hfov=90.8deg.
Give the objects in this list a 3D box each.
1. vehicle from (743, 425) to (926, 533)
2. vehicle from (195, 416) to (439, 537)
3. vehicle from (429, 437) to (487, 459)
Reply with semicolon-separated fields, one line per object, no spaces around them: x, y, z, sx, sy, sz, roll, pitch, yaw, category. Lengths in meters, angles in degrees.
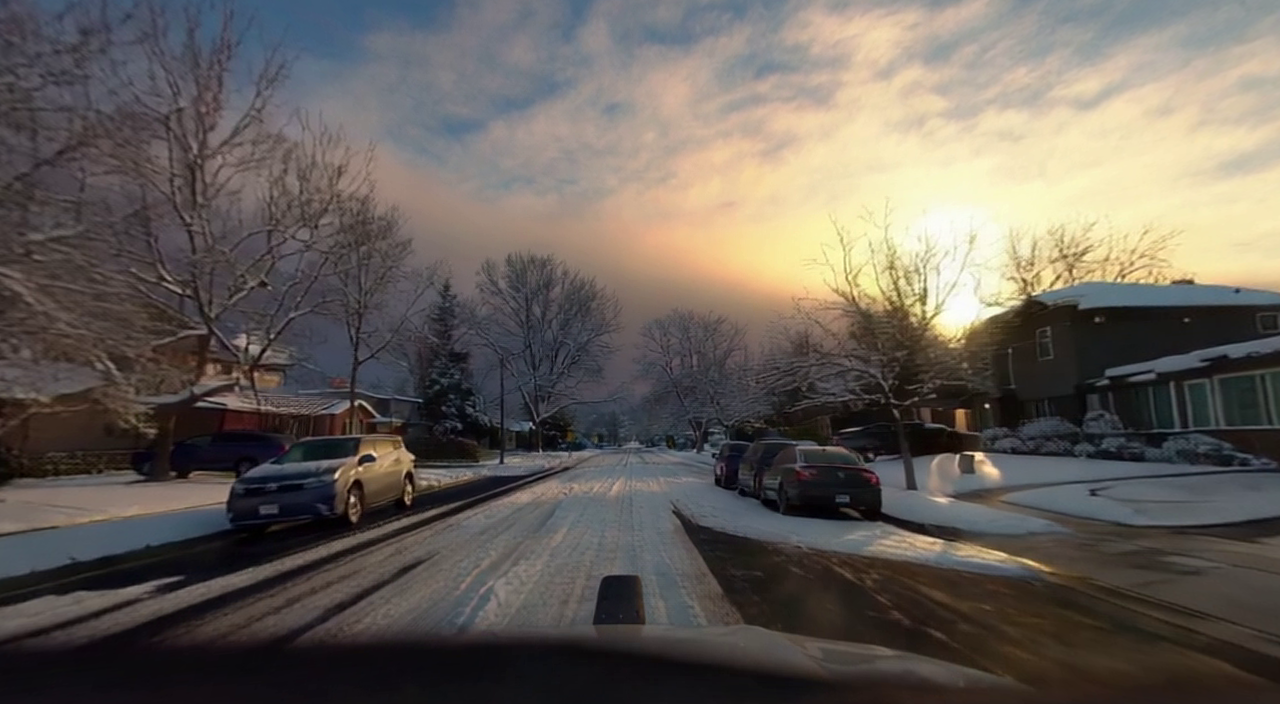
3.536;2.404;12.578;2.033;1.730;4.554;0;-9;-2;vehicle
-6.280;2.515;13.415;2.322;1.949;5.695;-1;-9;-2;vehicle
-14.185;7.558;49.467;3.921;1.629;1.832;0;-10;2;vehicle
